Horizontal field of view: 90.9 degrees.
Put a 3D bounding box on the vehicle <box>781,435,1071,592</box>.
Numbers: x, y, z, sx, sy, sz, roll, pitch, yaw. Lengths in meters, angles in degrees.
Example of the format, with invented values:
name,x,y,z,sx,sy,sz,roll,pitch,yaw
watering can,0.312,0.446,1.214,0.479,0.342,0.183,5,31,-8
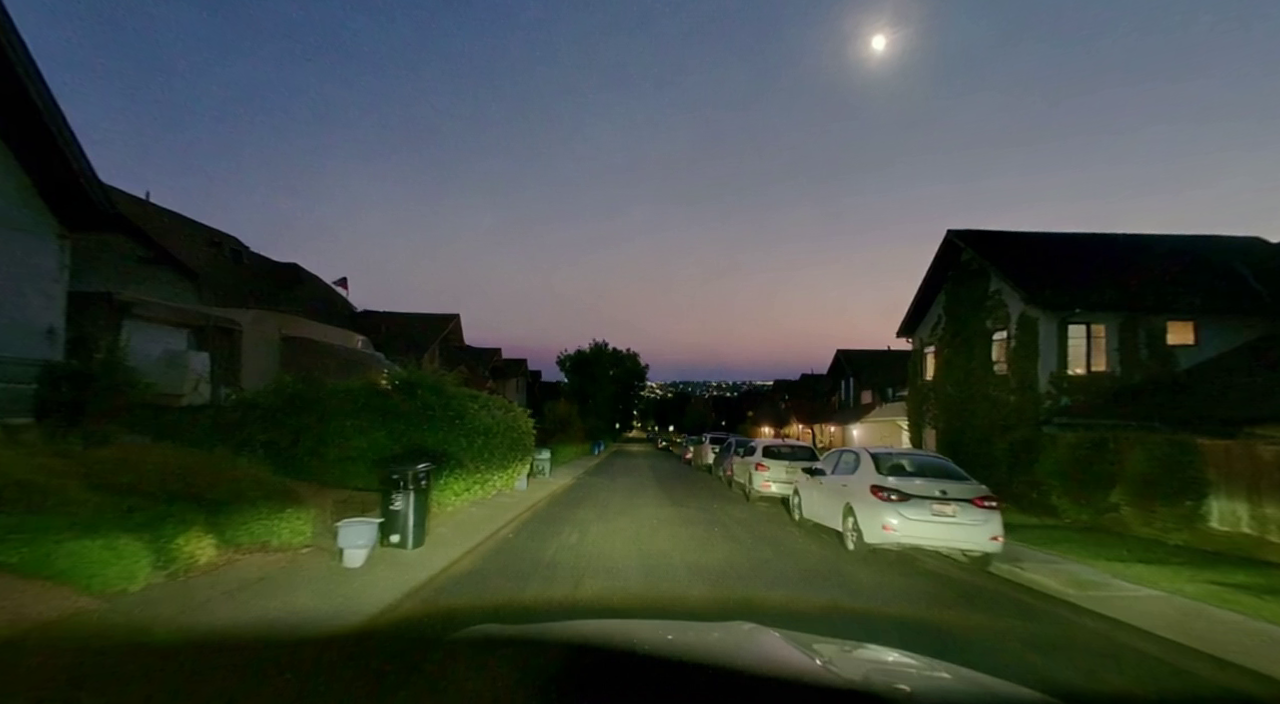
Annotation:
name,x,y,z,sx,sy,sz,roll,pitch,yaw
vehicle,3.158,1.804,8.009,1.759,1.464,3.993,0,-8,-1
